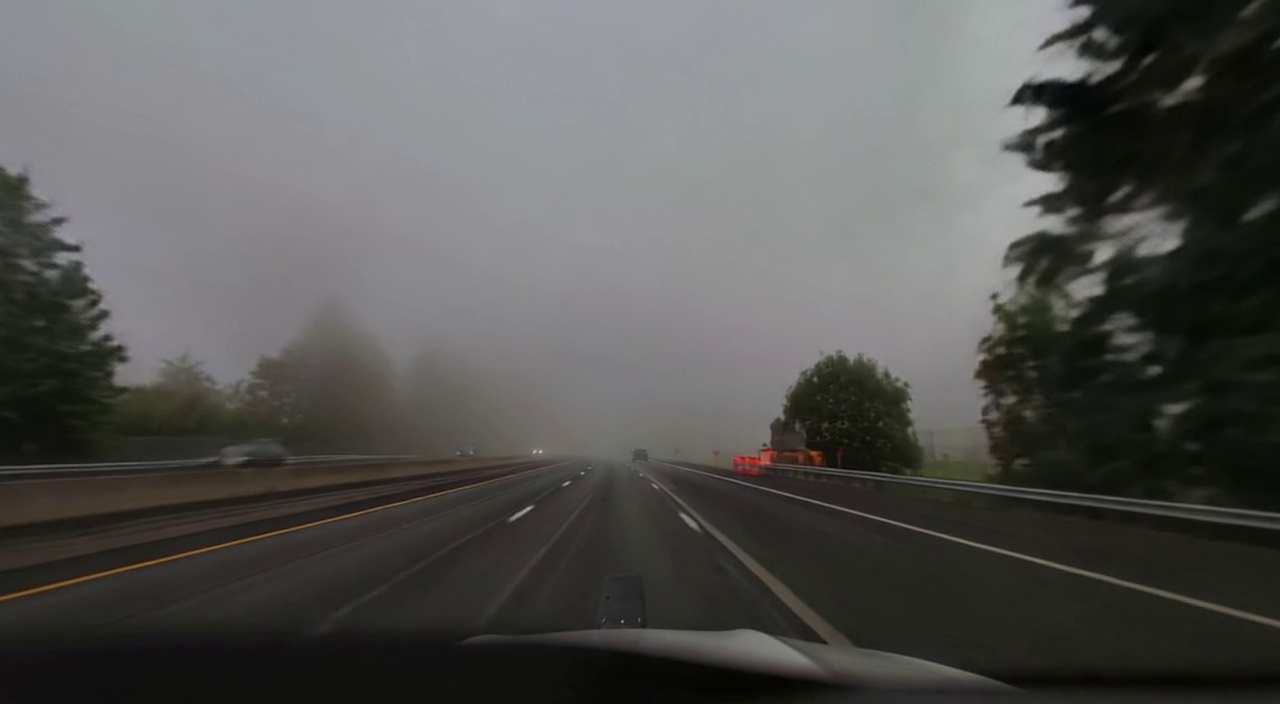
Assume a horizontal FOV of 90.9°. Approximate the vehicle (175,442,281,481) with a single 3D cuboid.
[{"bbox_3d":[-17.813,4.726,27.519,1.851,1.543,4.162,0,-9,-1],"label":"vehicle"}]
